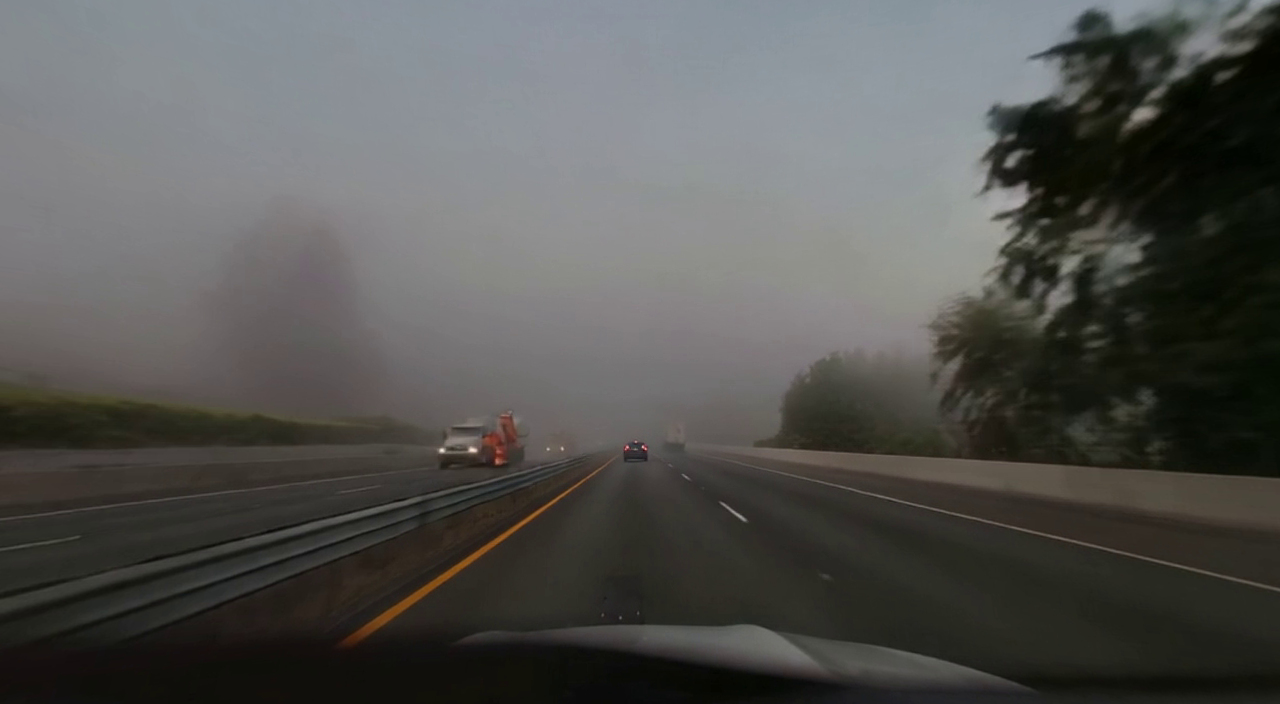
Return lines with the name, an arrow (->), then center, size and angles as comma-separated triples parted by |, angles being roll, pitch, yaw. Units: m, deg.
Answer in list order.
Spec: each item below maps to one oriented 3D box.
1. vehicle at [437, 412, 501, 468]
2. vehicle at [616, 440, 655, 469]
vehicle -> -13.014, 6.765, 48.414 | 3.010, 3.976, 6.420 | -1, -8, 1
vehicle -> -0.248, 5.579, 34.495 | 2.004, 1.472, 4.075 | 0, -8, 0
